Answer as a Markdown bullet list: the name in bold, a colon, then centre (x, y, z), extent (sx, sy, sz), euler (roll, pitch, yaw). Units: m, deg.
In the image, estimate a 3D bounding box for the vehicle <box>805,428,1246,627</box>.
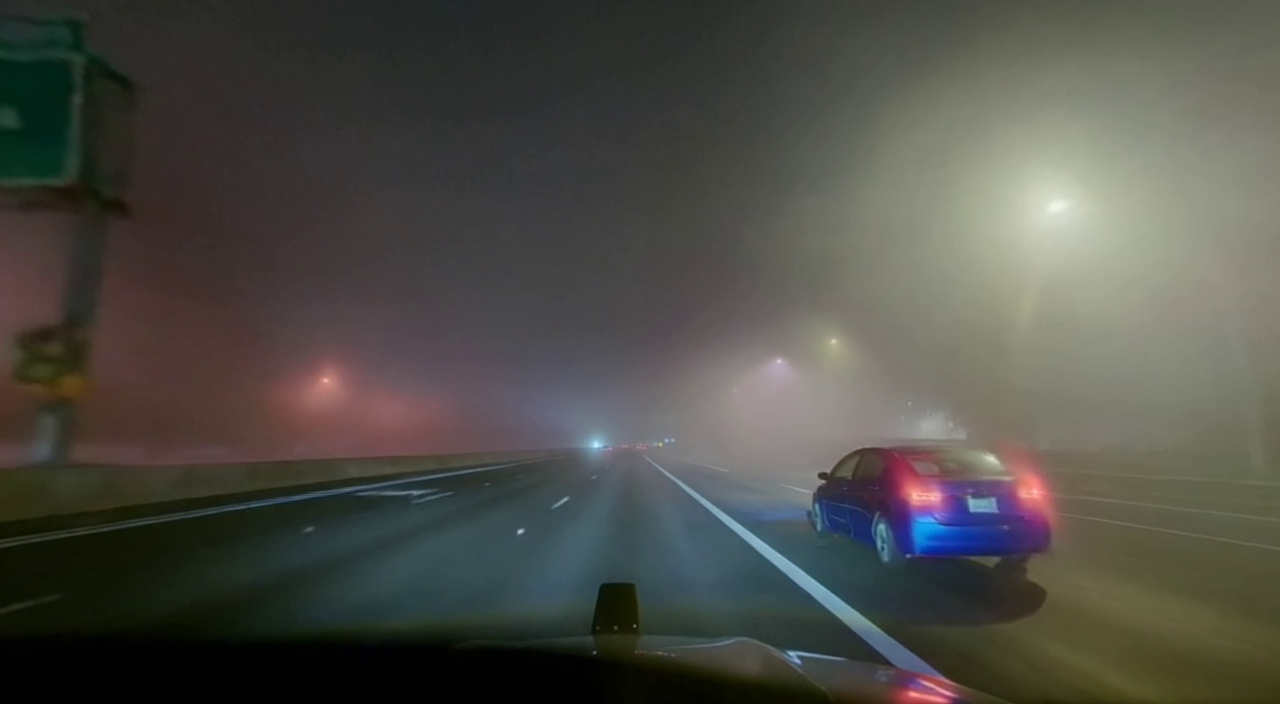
- **vehicle**: centre (3.545, 1.680, 7.186), extent (1.989, 1.479, 4.670), euler (0, -9, -1)
